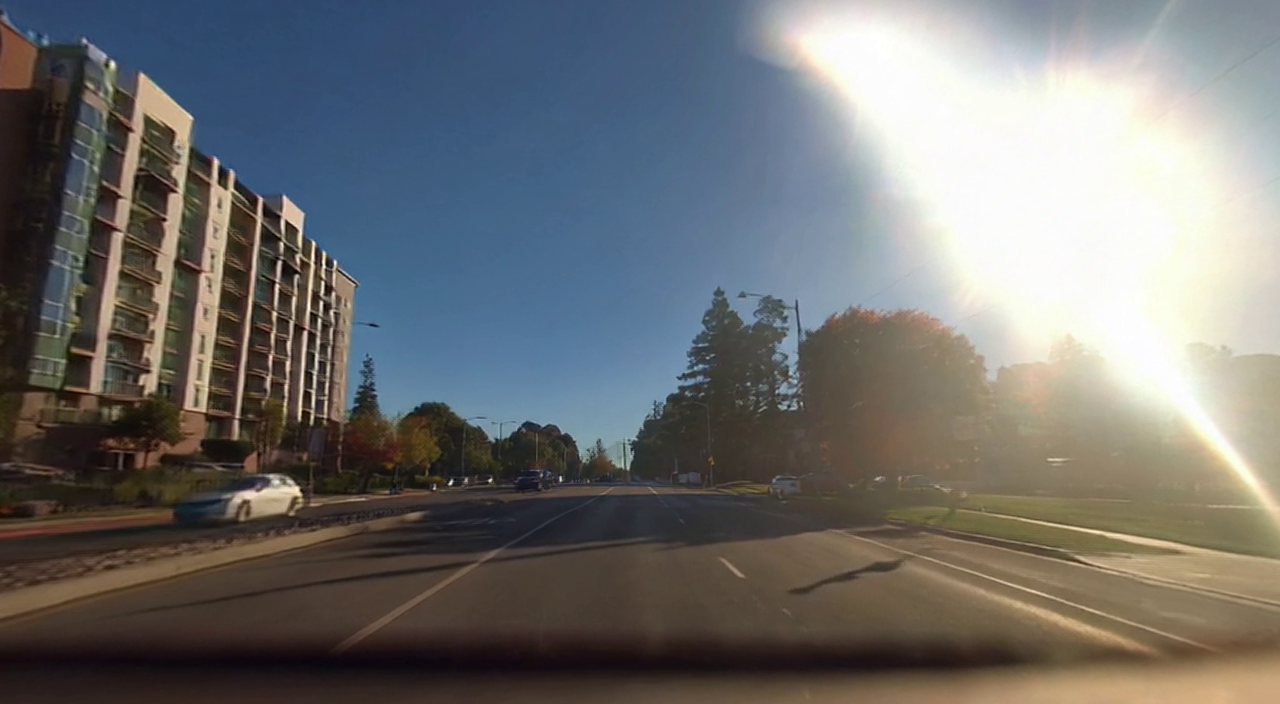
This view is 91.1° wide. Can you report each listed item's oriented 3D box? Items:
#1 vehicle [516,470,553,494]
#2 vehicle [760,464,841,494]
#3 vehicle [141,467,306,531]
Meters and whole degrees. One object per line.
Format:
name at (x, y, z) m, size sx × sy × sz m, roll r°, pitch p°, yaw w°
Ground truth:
vehicle at (-8.141, 10.145, 48.876) m, size 2.220 × 1.681 × 4.633 m, roll -1°, pitch -12°, yaw -1°
vehicle at (10.766, 8.524, 42.308) m, size 4.903 × 1.831 × 2.098 m, roll 0°, pitch -9°, yaw 2°
vehicle at (-12.281, 4.330, 18.946) m, size 1.941 × 1.511 × 4.348 m, roll 0°, pitch -8°, yaw 1°
